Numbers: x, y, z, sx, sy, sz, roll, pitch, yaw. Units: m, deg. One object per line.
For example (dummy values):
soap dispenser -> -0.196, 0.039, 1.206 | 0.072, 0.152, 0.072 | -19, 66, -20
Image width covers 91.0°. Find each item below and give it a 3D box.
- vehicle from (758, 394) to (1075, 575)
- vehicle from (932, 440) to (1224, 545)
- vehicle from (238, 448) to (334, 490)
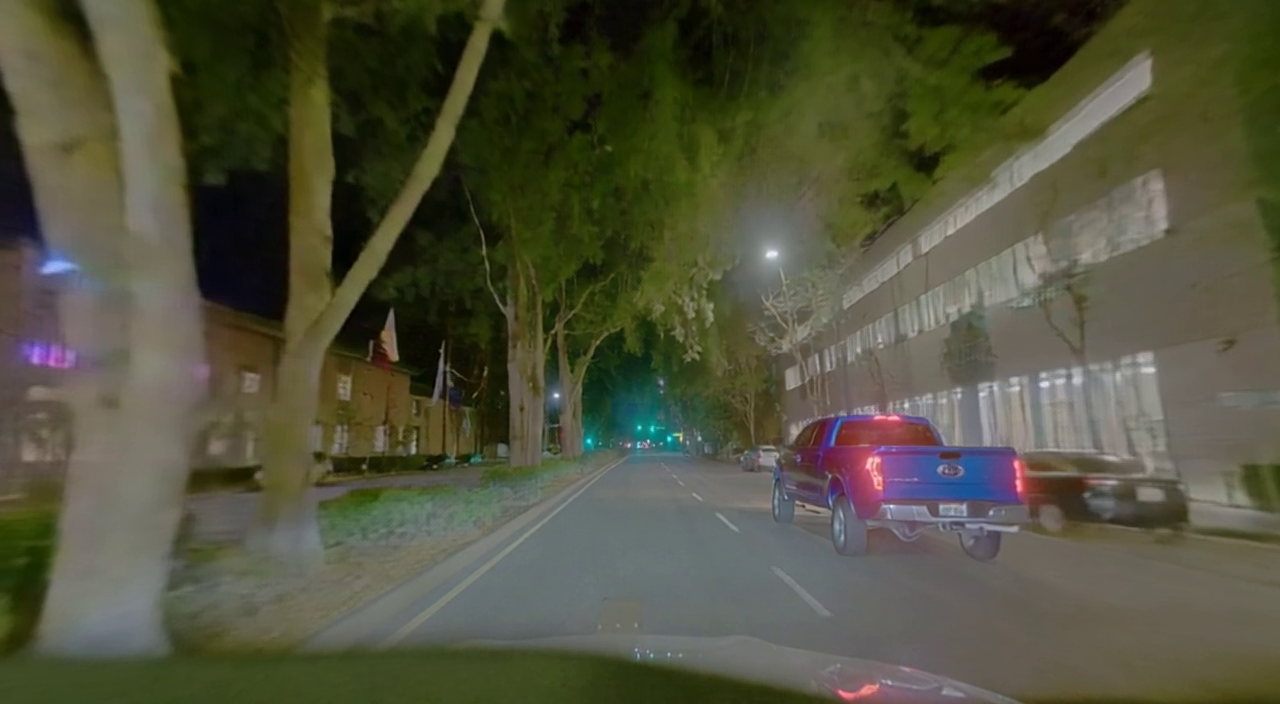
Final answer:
vehicle -> 3.333, 1.755, 9.166 | 2.085, 1.828, 5.383 | 0, -9, -1
vehicle -> 7.532, 2.397, 11.571 | 2.076, 1.536, 4.423 | 1, -8, -2
vehicle -> -15.984, 5.245, 28.705 | 1.913, 1.734, 4.357 | 1, -9, -2
